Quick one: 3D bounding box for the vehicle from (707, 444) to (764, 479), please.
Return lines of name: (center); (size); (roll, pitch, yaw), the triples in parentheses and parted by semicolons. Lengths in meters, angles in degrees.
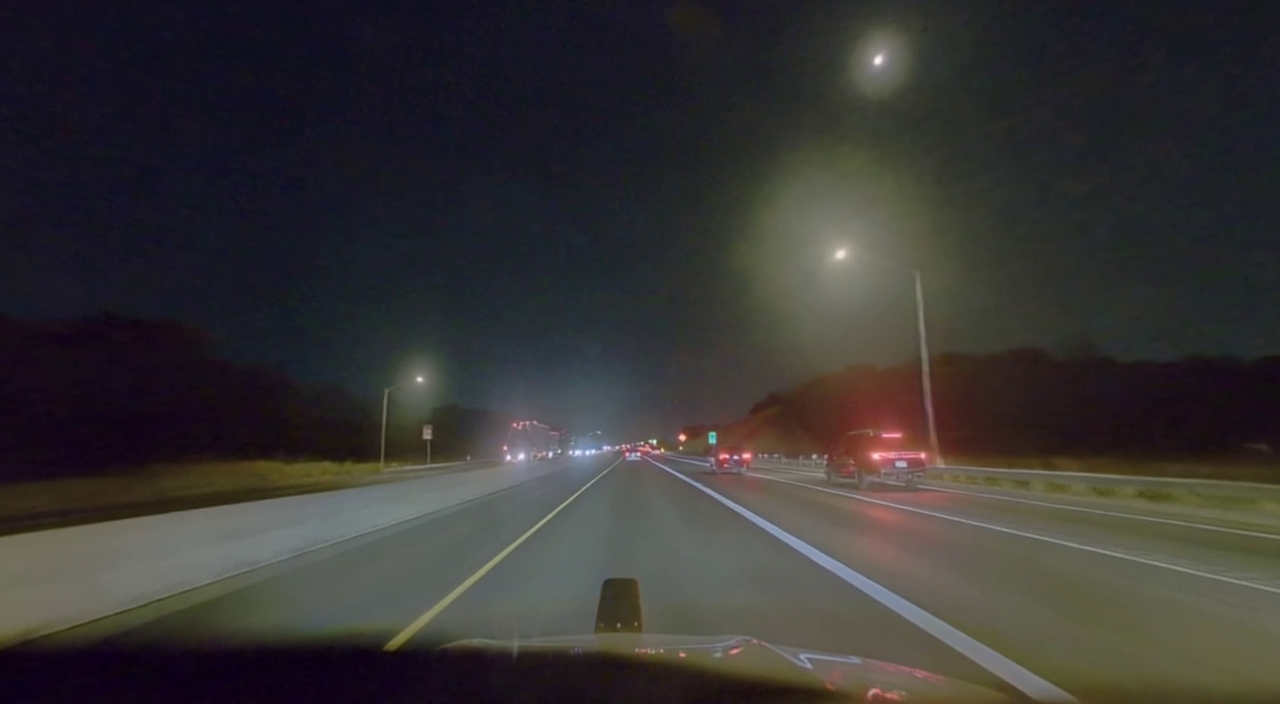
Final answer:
vehicle: (4.267, 4.965, 28.630); (1.917, 1.488, 3.693); (0, -9, -1)
